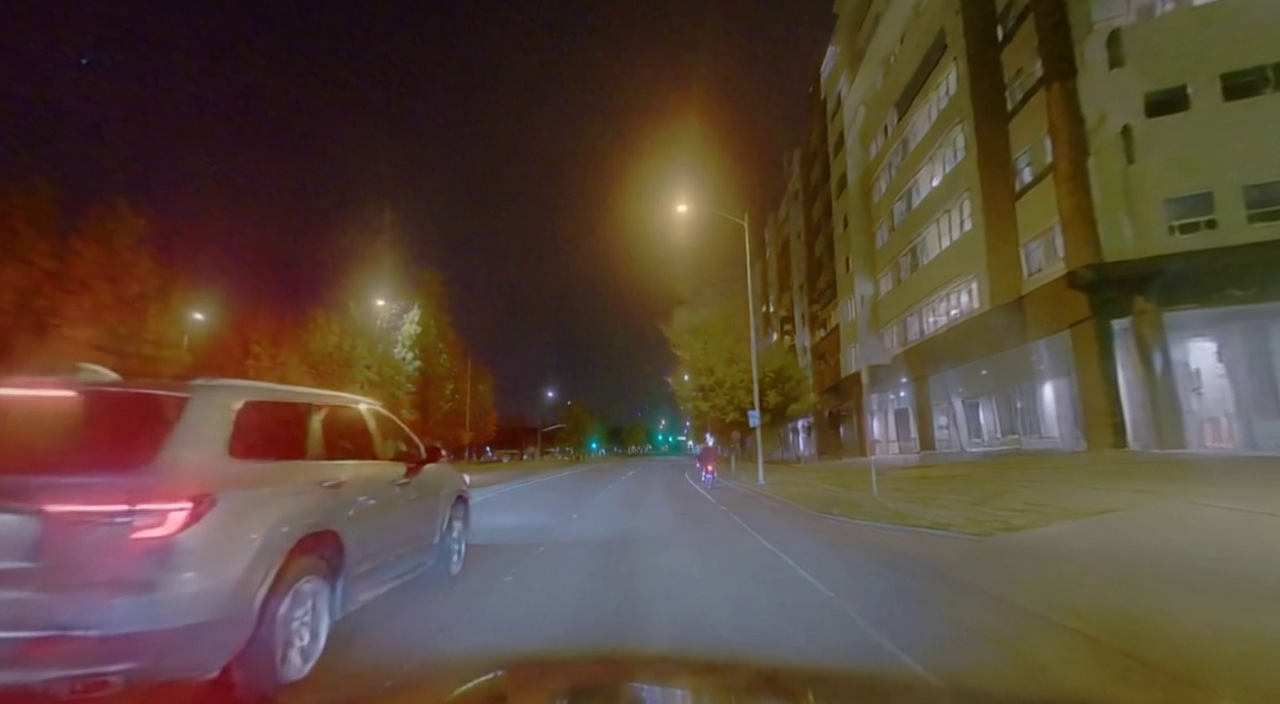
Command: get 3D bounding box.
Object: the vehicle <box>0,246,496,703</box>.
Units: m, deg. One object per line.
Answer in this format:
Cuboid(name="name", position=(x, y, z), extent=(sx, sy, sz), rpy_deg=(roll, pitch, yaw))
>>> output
Cuboid(name="vehicle", position=(-2.779, 1.025, 4.245), extent=(2.294, 1.859, 5.127), rpy_deg=(-1, -9, 1))
